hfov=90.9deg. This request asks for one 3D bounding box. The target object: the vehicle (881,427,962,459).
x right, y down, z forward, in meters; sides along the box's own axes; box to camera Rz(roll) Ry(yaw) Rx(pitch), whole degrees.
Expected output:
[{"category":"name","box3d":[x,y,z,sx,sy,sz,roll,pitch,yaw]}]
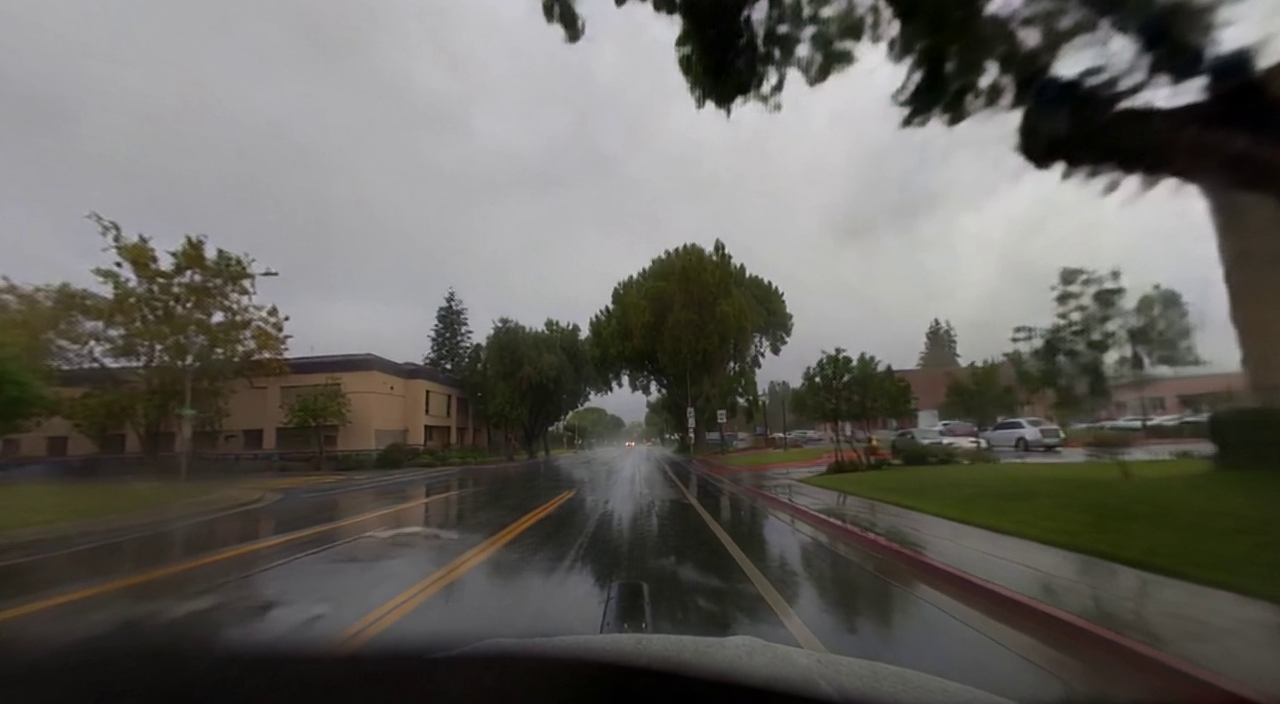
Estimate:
[{"category":"vehicle","box3d":[13.722,4.479,31.051,1.927,1.464,4.644,0,-8,1]}]
